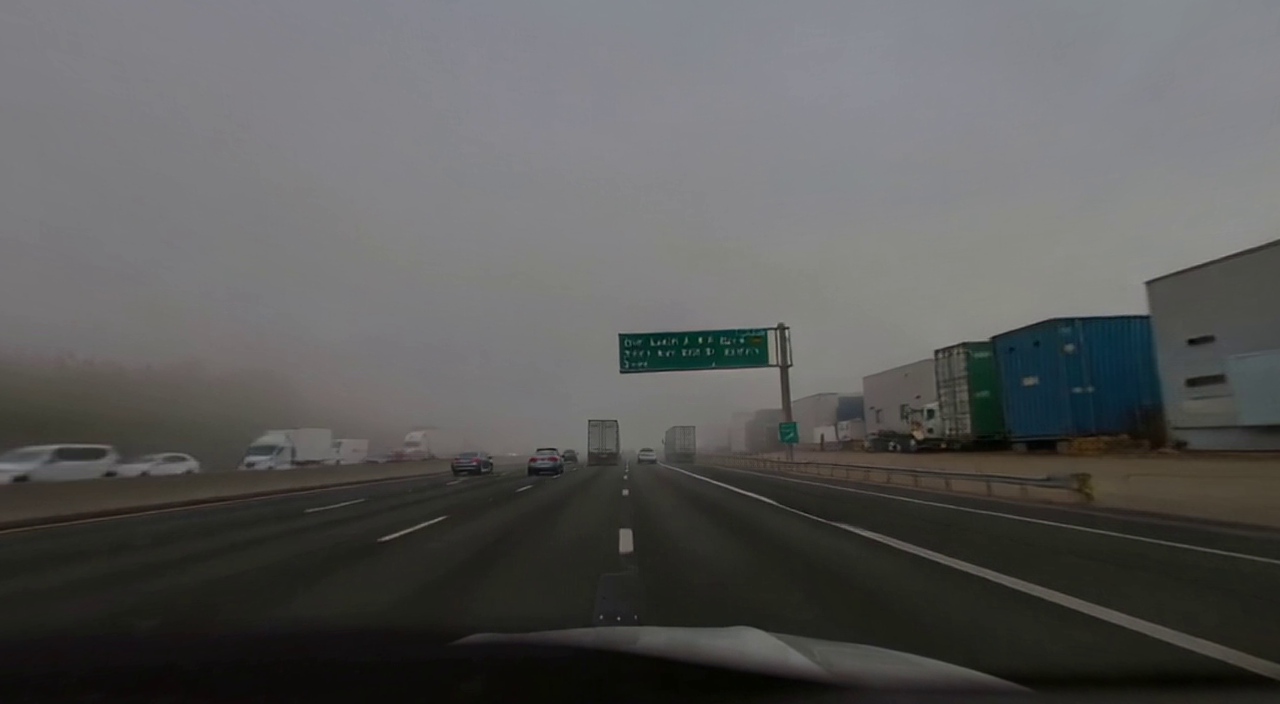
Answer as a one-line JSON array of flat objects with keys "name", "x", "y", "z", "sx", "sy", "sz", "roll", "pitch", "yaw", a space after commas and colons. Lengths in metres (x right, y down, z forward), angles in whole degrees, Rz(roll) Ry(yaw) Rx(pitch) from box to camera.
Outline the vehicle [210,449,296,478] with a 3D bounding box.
[{"name": "vehicle", "x": -26.292, "y": 7.542, "z": 43.313, "sx": 2.212, "sy": 1.805, "sz": 5.949, "roll": 0, "pitch": -9, "yaw": -1}]

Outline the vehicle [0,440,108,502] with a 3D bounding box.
[{"name": "vehicle", "x": -18.163, "y": 3.351, "z": 18.019, "sx": 2.030, "sy": 1.629, "sz": 4.673, "roll": 0, "pitch": -9, "yaw": -2}]

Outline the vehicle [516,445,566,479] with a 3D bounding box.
[{"name": "vehicle", "x": -5.147, "y": 5.772, "z": 33.395, "sx": 2.132, "sy": 1.679, "sz": 4.045, "roll": 0, "pitch": -9, "yaw": -3}]

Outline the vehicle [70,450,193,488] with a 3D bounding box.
[{"name": "vehicle", "x": -22.270, "y": 5.121, "z": 28.003, "sx": 1.798, "sy": 1.496, "sz": 4.490, "roll": 0, "pitch": -9, "yaw": -2}]

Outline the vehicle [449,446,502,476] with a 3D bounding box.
[{"name": "vehicle", "x": -10.208, "y": 6.786, "z": 39.611, "sx": 2.129, "sy": 1.717, "sz": 4.593, "roll": 0, "pitch": -9, "yaw": 0}]
